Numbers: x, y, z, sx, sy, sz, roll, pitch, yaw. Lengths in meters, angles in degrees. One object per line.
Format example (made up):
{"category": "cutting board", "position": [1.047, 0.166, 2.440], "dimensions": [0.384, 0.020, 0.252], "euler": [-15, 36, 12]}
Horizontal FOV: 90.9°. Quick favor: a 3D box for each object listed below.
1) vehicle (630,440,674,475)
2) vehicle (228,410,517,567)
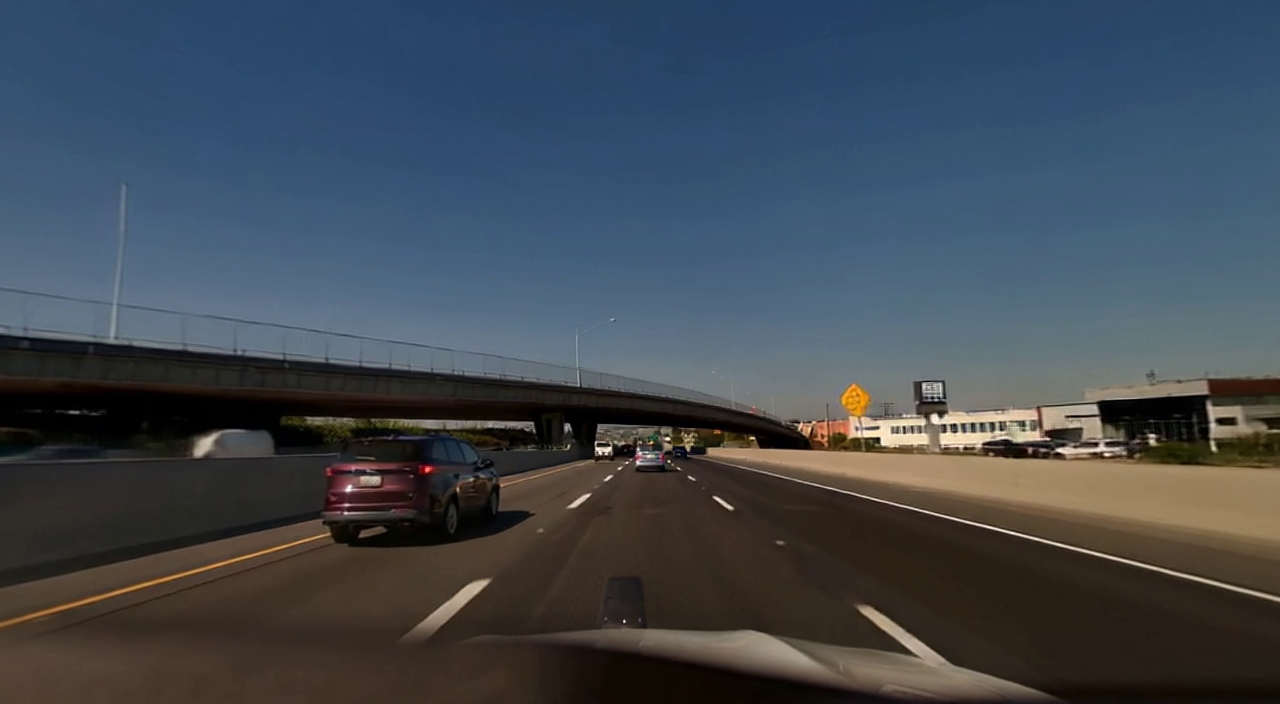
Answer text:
{"category": "vehicle", "position": [0.545, 5.068, 30.492], "dimensions": [2.000, 1.558, 3.945], "euler": [0, -8, 0]}
{"category": "vehicle", "position": [-3.511, 1.899, 9.561], "dimensions": [2.239, 1.761, 4.620], "euler": [0, -8, 1]}
